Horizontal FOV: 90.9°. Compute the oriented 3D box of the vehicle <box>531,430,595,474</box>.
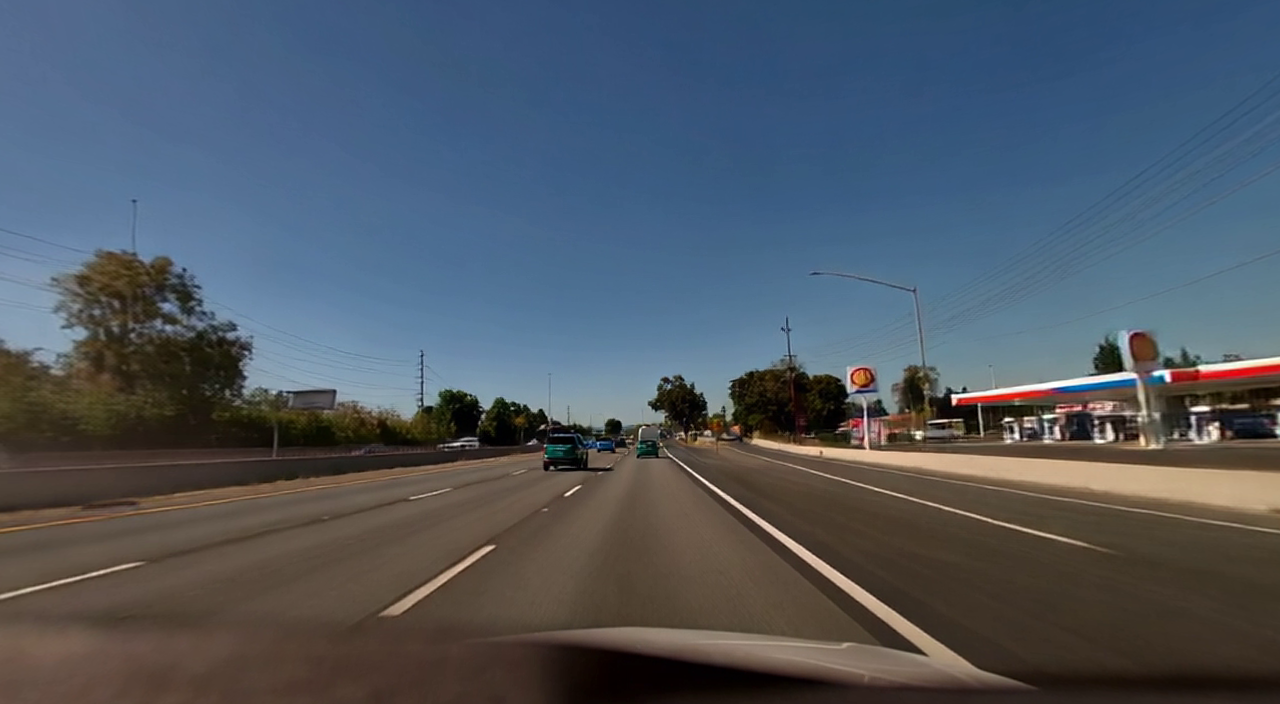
[{"bbox_3d":[-3.479,4.675,29.618,2.273,1.884,4.515,0,-9,2],"label":"vehicle"}]

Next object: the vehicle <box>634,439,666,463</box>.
[{"bbox_3d":[0.597,6.515,41.577,1.982,1.524,3.800,0,-9,-1],"label":"vehicle"}]
